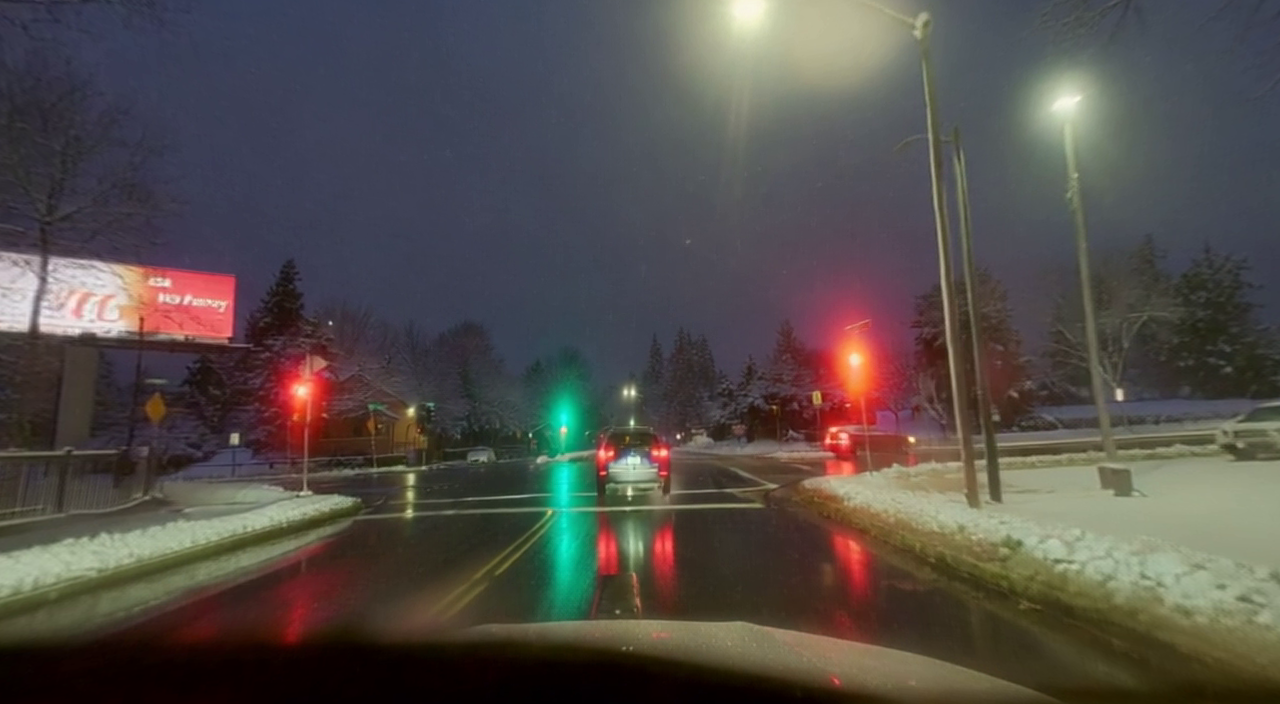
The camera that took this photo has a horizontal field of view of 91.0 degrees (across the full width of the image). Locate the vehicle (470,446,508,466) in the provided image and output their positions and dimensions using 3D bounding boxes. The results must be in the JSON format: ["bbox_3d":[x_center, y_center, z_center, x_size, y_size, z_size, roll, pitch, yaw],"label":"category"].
[{"bbox_3d":[-11.338,7.826,47.582,1.989,1.403,4.331,0,-8,-3],"label":"vehicle"}]

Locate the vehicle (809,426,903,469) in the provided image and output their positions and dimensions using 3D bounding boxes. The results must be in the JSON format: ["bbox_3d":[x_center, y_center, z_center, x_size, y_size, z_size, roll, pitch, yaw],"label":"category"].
[{"bbox_3d":[8.642,3.776,25.107,3.403,1.602,1.716,5,-10,-32],"label":"vehicle"}]

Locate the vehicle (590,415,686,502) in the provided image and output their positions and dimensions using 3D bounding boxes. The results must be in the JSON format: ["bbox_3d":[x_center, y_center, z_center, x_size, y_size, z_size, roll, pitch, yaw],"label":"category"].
[{"bbox_3d":[-0.129,2.661,16.075,2.142,1.904,3.816,0,-8,-3],"label":"vehicle"}]
